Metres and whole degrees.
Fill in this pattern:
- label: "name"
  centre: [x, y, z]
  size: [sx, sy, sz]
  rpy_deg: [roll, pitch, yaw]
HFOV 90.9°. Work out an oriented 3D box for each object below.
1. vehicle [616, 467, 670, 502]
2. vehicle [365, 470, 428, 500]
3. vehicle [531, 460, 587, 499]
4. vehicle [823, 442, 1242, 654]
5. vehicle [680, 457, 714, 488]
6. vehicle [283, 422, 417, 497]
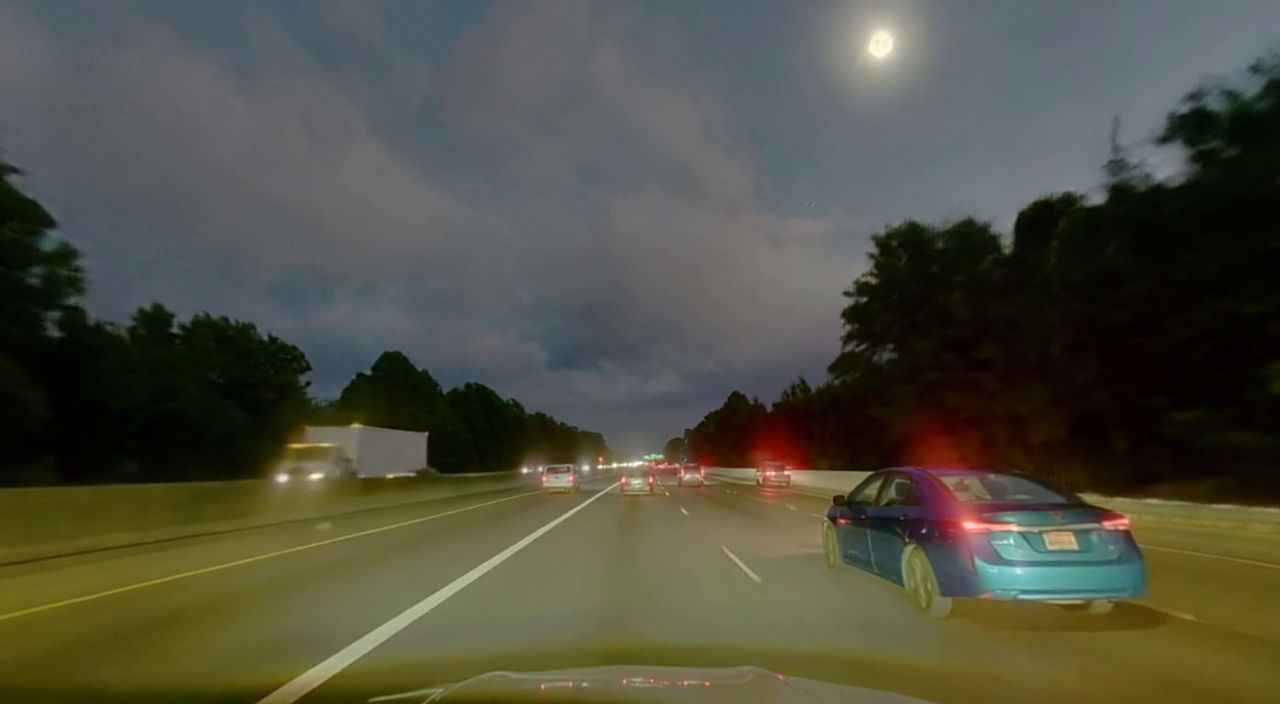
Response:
- label: "vehicle"
  centre: [0.142, 5.877, 28.259]
  size: [2.241, 1.425, 3.973]
  rpy_deg: [0, -10, 0]
- label: "vehicle"
  centre: [-12.328, 6.750, 32.175]
  size: [1.667, 1.424, 3.762]
  rpy_deg: [1, -10, 0]
- label: "vehicle"
  centre: [-3.816, 6.125, 30.471]
  size: [2.021, 1.706, 4.247]
  rpy_deg: [0, -10, 1]
- label: "vehicle"
  centre: [3.520, 1.829, 6.712]
  size: [1.938, 1.561, 3.786]
  rpy_deg: [1, -10, -1]
- label: "vehicle"
  centre: [4.138, 8.832, 46.338]
  size: [2.030, 2.172, 3.621]
  rpy_deg: [1, -10, -1]
- label: "vehicle"
  centre: [-16.230, 6.261, 36.383]
  size: [2.875, 3.702, 9.671]
  rpy_deg: [0, -10, 1]
